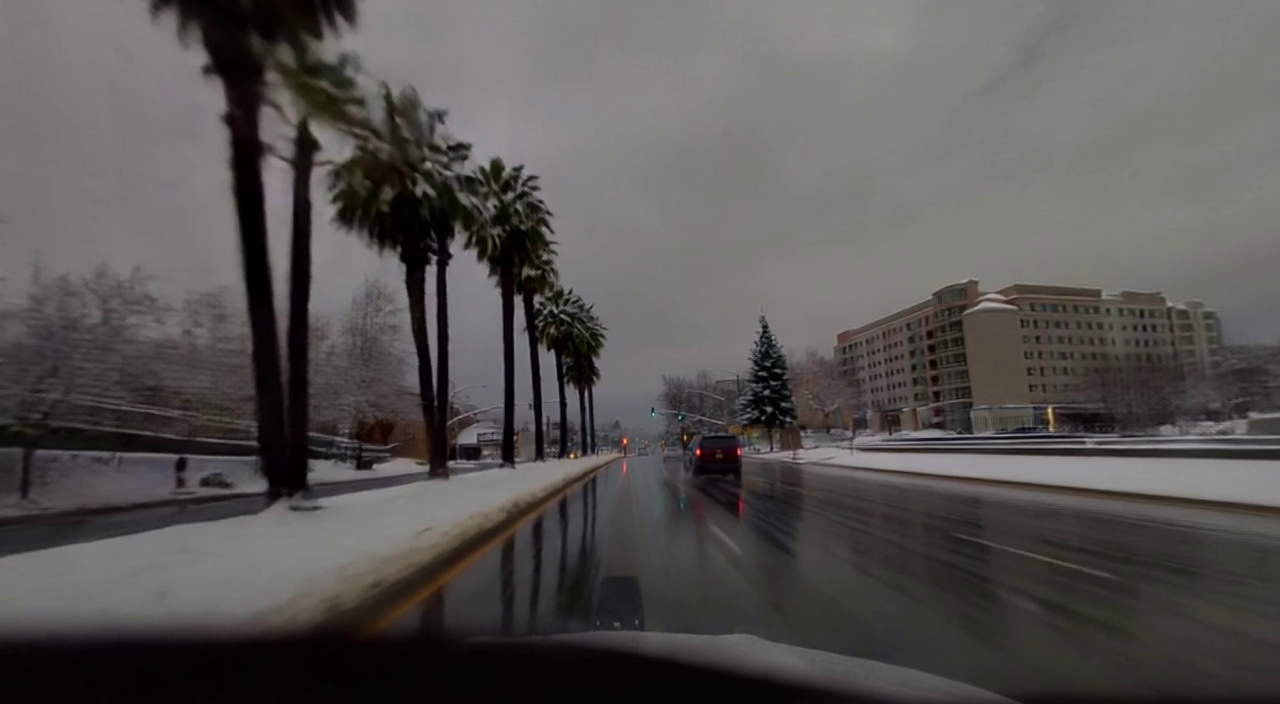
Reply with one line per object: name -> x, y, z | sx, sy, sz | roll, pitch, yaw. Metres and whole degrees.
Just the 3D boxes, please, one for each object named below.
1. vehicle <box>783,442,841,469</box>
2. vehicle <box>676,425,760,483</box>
vehicle -> 10.099, 6.102, 37.510 | 1.989, 1.472, 5.054 | 0, -9, -1
vehicle -> 2.865, 3.962, 24.768 | 2.559, 2.017, 5.562 | 0, -8, -1
